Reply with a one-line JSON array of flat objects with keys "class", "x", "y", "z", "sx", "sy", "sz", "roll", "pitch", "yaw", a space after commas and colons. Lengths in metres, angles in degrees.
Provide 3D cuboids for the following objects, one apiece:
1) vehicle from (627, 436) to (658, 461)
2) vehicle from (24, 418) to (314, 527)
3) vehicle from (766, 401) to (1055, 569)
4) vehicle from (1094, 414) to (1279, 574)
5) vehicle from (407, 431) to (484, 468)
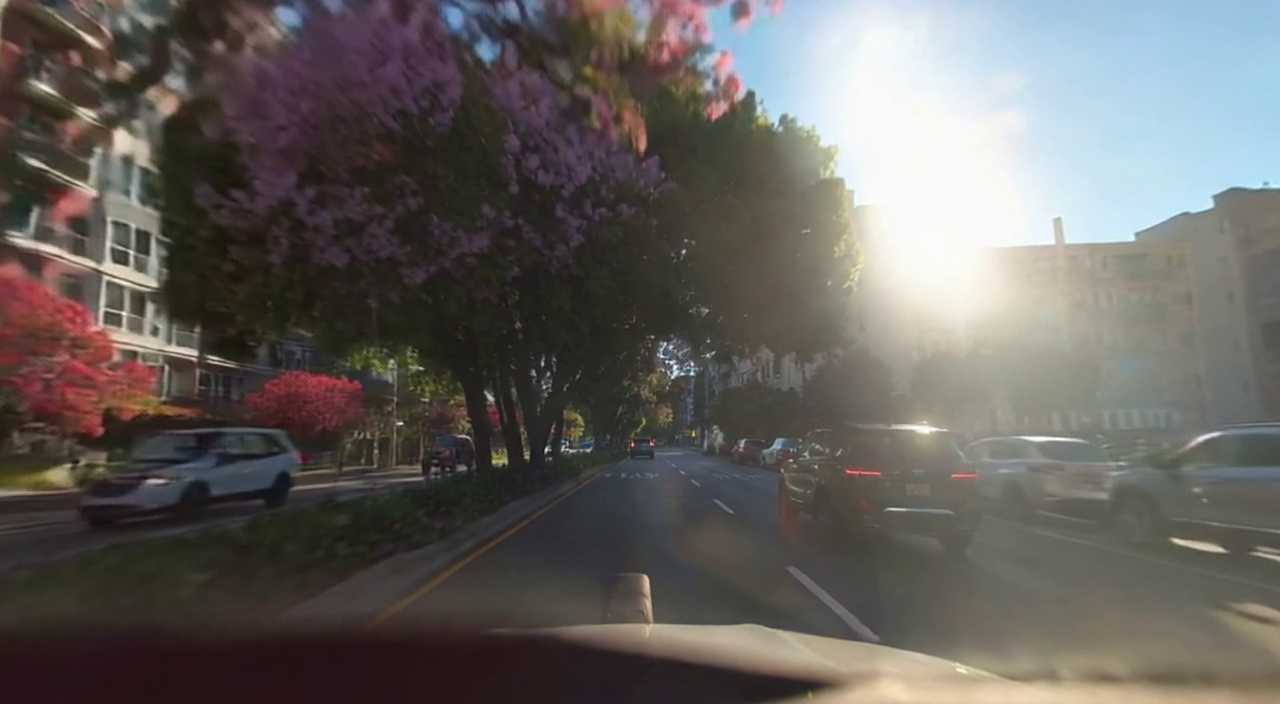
[{"class": "vehicle", "x": 0.218, "y": 7.395, "z": 48.571, "sx": 2.244, "sy": 1.813, "sz": 4.129, "roll": 0, "pitch": -8, "yaw": 1}, {"class": "vehicle", "x": -8.386, "y": 2.161, "z": 11.940, "sx": 2.042, "sy": 1.654, "sz": 4.504, "roll": 0, "pitch": -8, "yaw": -1}, {"class": "vehicle", "x": 3.286, "y": 1.710, "z": 8.921, "sx": 2.071, "sy": 1.747, "sz": 4.549, "roll": 0, "pitch": -8, "yaw": 0}, {"class": "vehicle", "x": 7.628, "y": 1.542, "z": 6.976, "sx": 1.869, "sy": 1.658, "sz": 4.405, "roll": 0, "pitch": -8, "yaw": 0}, {"class": "vehicle", "x": -10.609, "y": 5.365, "z": 34.988, "sx": 2.502, "sy": 1.881, "sz": 5.953, "roll": 0, "pitch": -8, "yaw": -2}]
